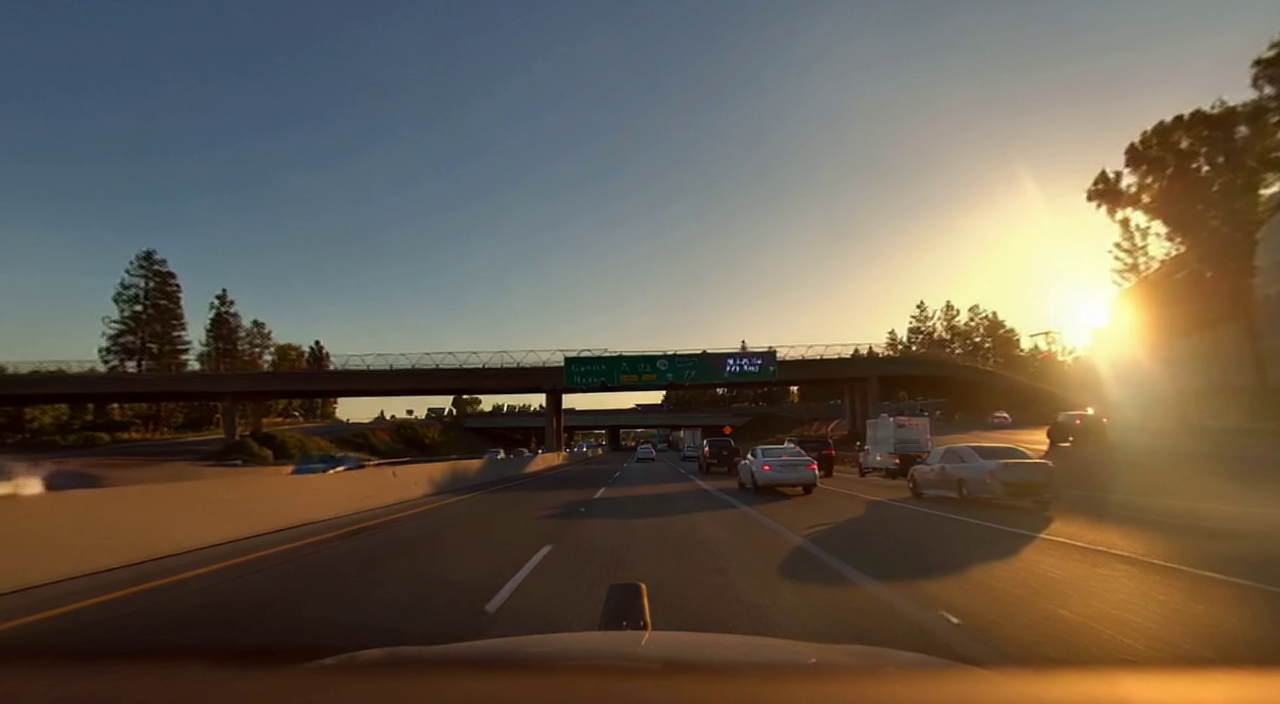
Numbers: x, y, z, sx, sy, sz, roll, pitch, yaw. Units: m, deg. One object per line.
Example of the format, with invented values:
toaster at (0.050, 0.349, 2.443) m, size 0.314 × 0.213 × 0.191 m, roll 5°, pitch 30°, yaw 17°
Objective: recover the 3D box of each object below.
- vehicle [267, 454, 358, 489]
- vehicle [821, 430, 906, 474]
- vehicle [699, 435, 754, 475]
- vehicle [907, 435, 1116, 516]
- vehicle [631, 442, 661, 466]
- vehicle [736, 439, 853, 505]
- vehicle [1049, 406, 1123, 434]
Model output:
vehicle at (-15.357, 5.591, 29.903) m, size 1.897 × 1.468 × 4.391 m, roll 0°, pitch -8°, yaw 1°
vehicle at (11.168, 5.029, 32.008) m, size 2.193 × 2.025 × 5.606 m, roll 0°, pitch -8°, yaw 0°
vehicle at (4.295, 5.214, 32.115) m, size 2.086 × 1.858 × 4.737 m, roll 0°, pitch -8°, yaw -1°
vehicle at (7.806, 2.616, 13.877) m, size 1.919 × 1.476 × 4.303 m, roll 0°, pitch -8°, yaw -1°
vehicle at (0.394, 7.488, 46.424) m, size 2.124 × 1.639 × 4.122 m, roll 0°, pitch -8°, yaw 0°
vehicle at (3.868, 3.077, 16.655) m, size 1.902 × 1.481 × 4.451 m, roll 0°, pitch -8°, yaw -1°
vehicle at (32.759, 5.095, 46.556) m, size 2.131 × 1.840 × 4.870 m, roll -1°, pitch -8°, yaw 4°
